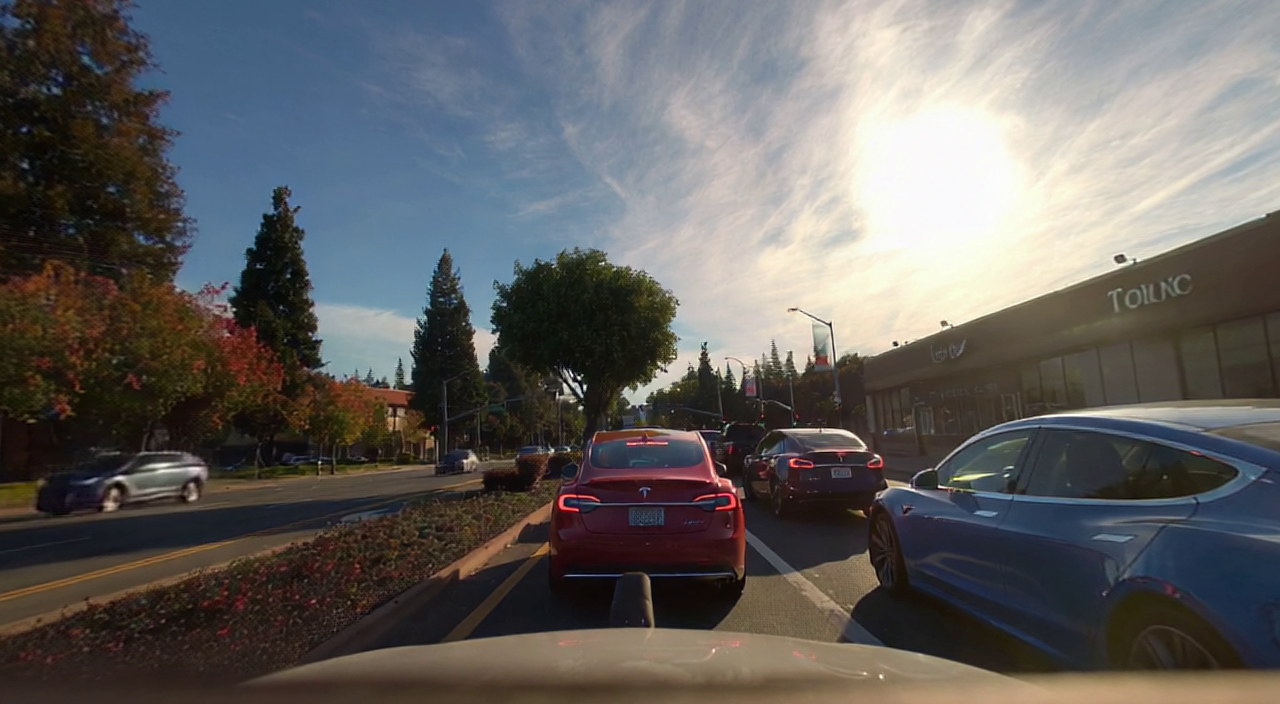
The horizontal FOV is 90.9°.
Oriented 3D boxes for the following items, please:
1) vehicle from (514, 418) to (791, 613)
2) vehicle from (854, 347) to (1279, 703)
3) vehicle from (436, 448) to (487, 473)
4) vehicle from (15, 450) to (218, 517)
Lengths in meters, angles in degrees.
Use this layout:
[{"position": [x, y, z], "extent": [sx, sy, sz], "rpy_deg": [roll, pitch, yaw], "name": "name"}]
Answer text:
[{"position": [0.105, 1.556, 6.912], "extent": [2.137, 1.488, 3.938], "rpy_deg": [0, -8, 0], "name": "vehicle"}, {"position": [3.181, 1.096, 4.034], "extent": [2.038, 1.651, 4.455], "rpy_deg": [0, -8, 0], "name": "vehicle"}, {"position": [-11.438, 6.961, 40.696], "extent": [1.892, 1.479, 4.355], "rpy_deg": [-1, -8, 3], "name": "vehicle"}, {"position": [-14.902, 3.714, 18.387], "extent": [2.005, 1.630, 4.556], "rpy_deg": [0, -8, 0], "name": "vehicle"}]
